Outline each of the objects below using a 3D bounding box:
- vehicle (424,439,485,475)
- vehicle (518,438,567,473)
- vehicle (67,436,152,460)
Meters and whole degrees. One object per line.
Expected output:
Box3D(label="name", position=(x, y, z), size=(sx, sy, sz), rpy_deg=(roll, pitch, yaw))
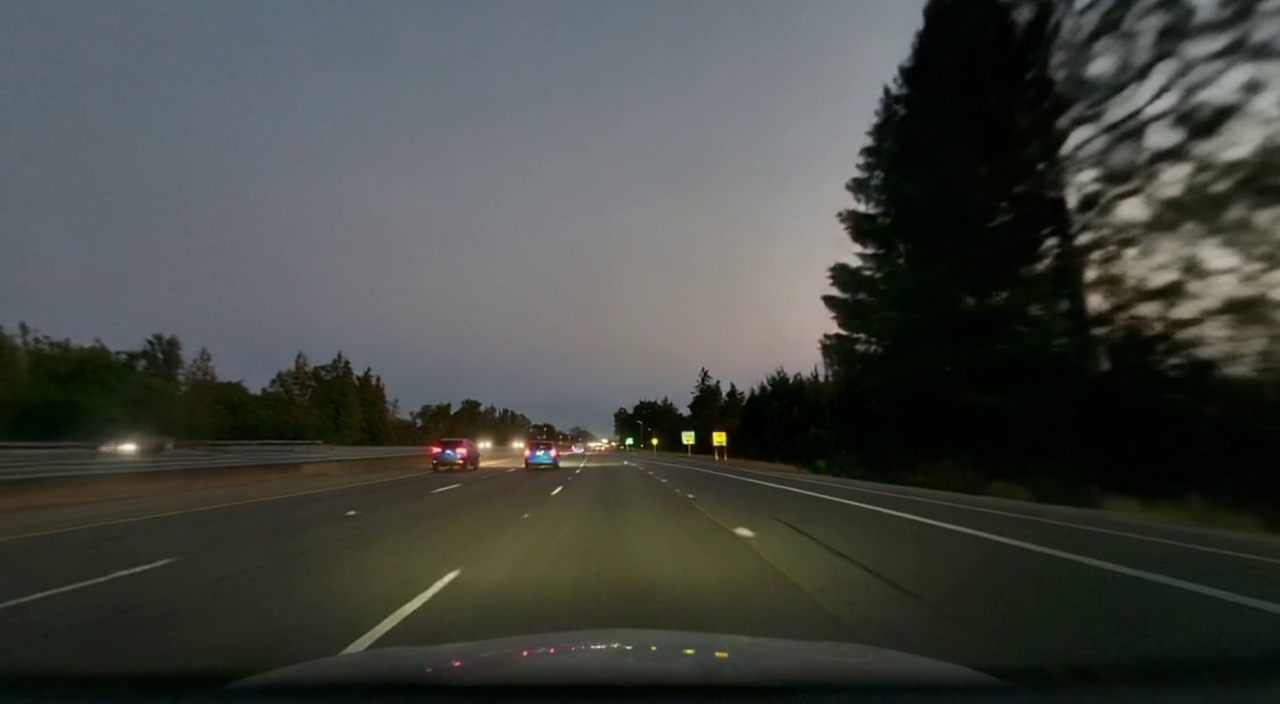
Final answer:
Box3D(label="vehicle", position=(-9.420, 5.369, 32.486), size=(2.016, 1.711, 4.365), rpy_deg=(0, -9, -3))
Box3D(label="vehicle", position=(-5.276, 5.687, 34.792), size=(2.146, 1.766, 4.502), rpy_deg=(0, -9, -3))
Box3D(label="vehicle", position=(-34.733, 6.317, 41.562), size=(1.944, 1.478, 4.464), rpy_deg=(0, -9, -5))
